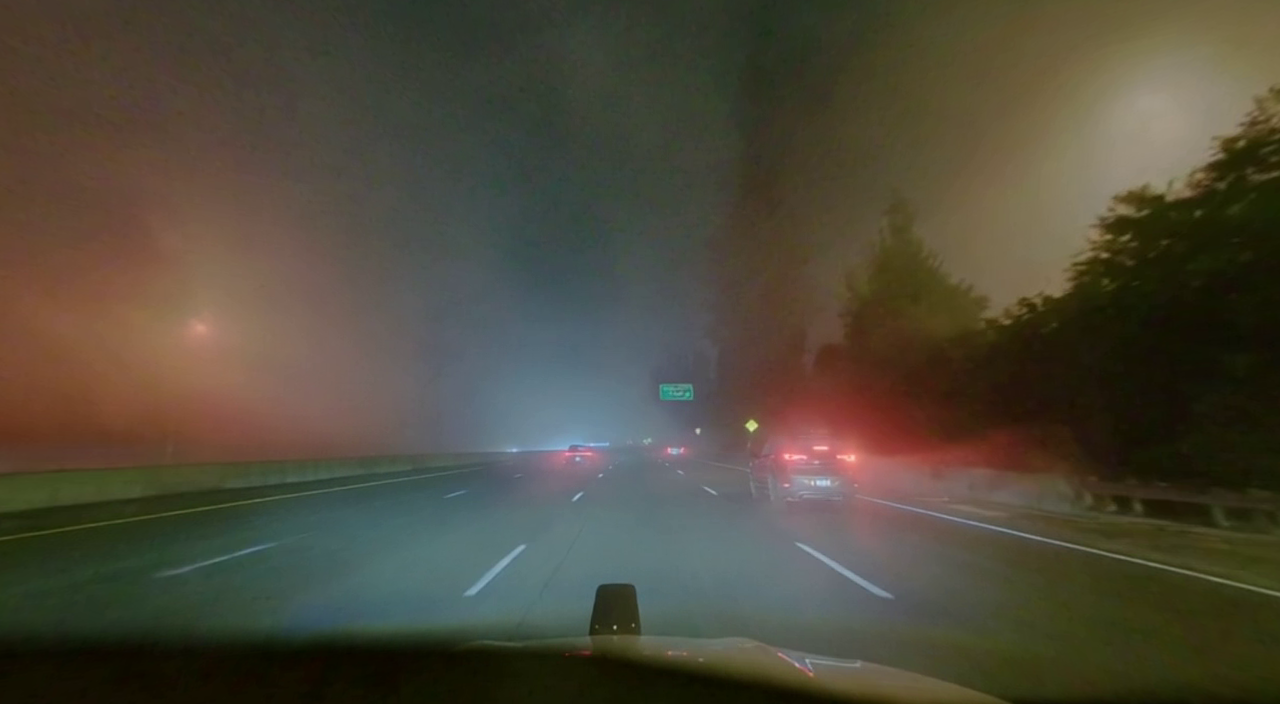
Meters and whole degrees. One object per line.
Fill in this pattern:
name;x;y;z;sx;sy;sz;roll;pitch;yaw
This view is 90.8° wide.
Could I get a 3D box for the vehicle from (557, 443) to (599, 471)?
vehicle;-3.583;6.141;37.199;2.037;1.514;4.335;0;-8;1
